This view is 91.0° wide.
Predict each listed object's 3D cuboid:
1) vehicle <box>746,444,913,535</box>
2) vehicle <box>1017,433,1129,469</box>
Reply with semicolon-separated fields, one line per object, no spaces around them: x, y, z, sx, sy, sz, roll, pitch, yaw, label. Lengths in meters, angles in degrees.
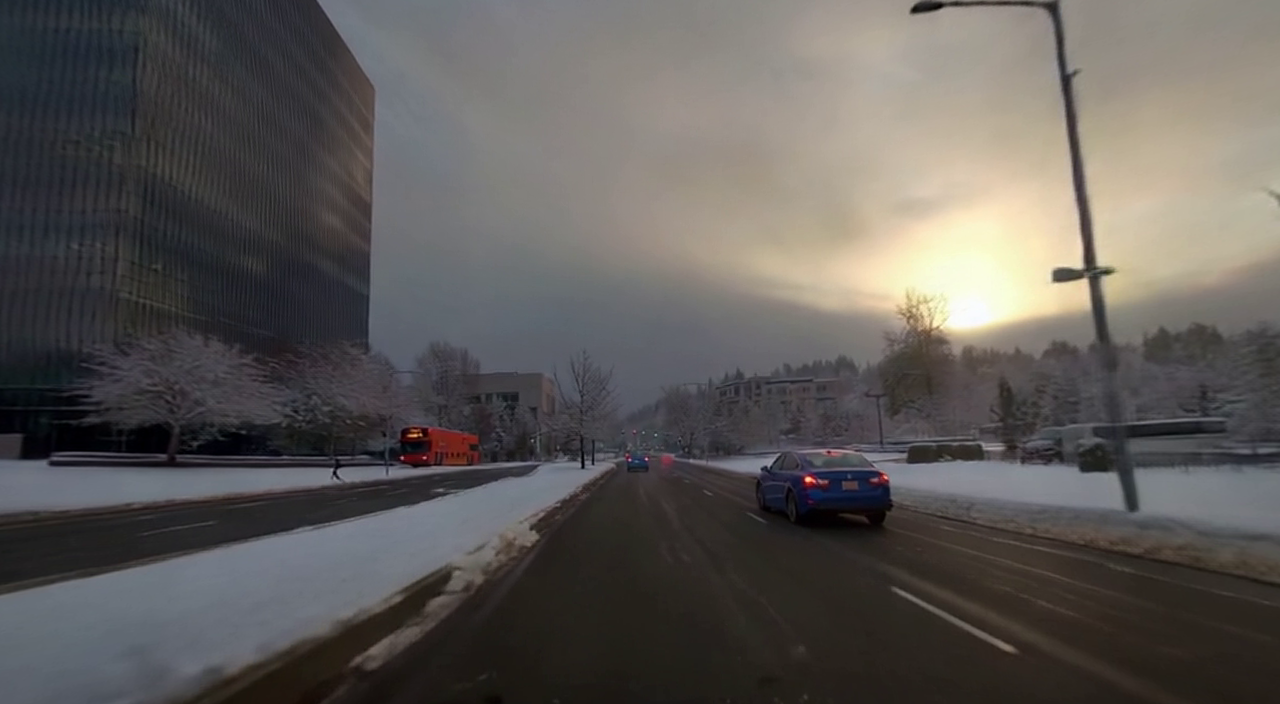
3.548;2.629;12.708;1.993;1.501;4.127;0;-9;-1;vehicle
20.727;4.722;30.247;3.996;1.481;1.853;-2;-7;-1;vehicle
